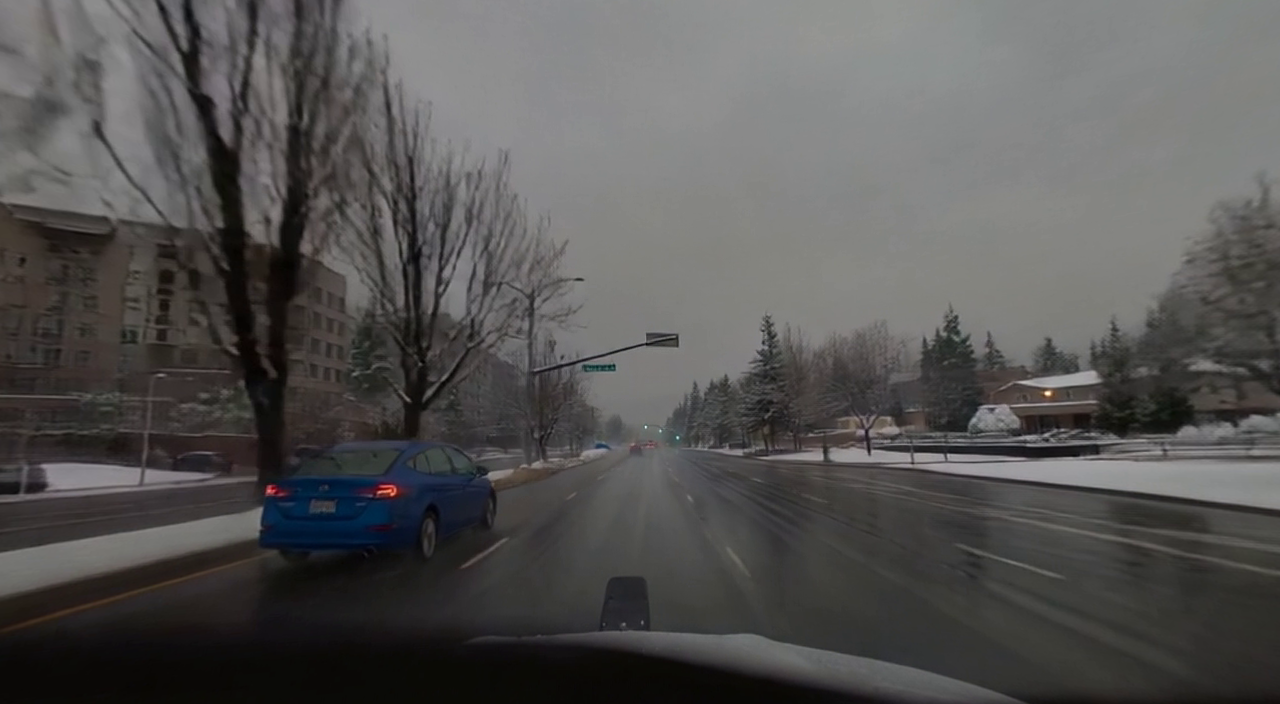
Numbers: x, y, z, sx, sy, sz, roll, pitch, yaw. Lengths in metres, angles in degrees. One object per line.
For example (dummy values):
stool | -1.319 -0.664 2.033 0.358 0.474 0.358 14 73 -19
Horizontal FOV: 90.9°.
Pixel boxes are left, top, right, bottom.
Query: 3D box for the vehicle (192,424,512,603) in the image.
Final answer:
vehicle | -3.230 1.862 8.278 2.009 1.489 4.543 -5 -8 1
